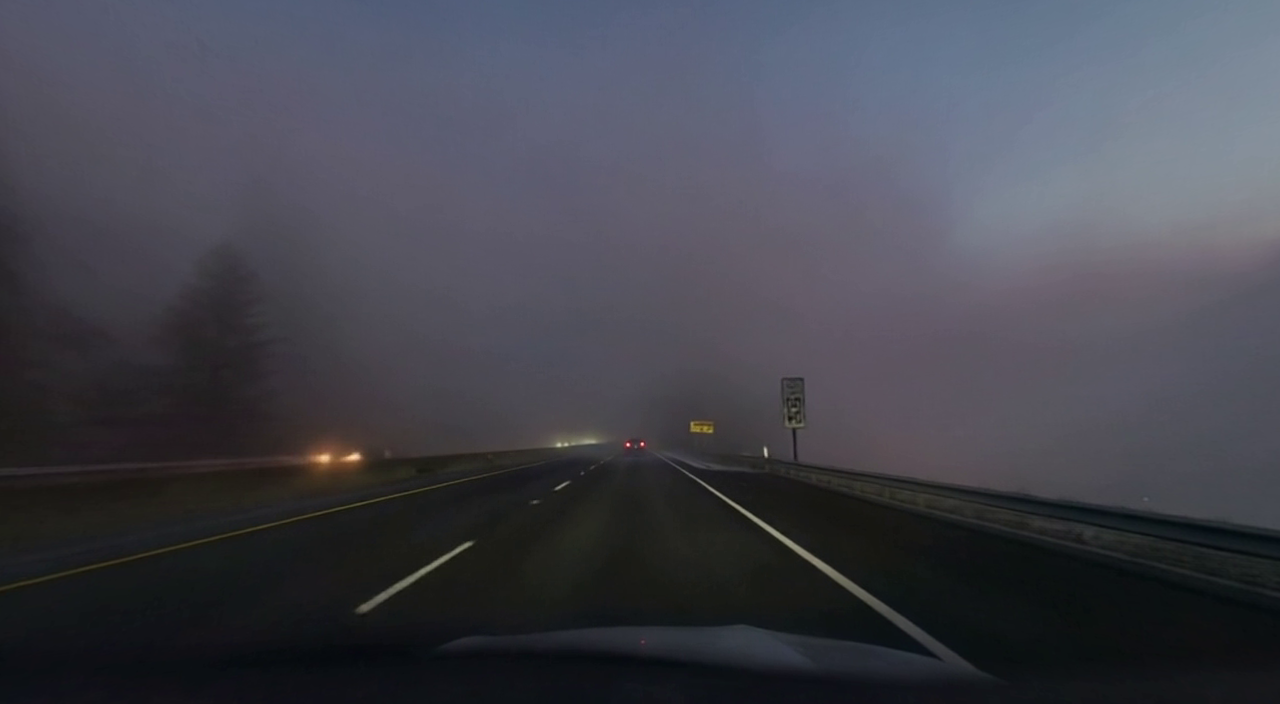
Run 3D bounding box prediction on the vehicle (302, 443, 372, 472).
[{"bbox_3d":[-16.452,5.724,34.410,1.829,1.464,3.999,0,-8,0],"label":"vehicle"}]
